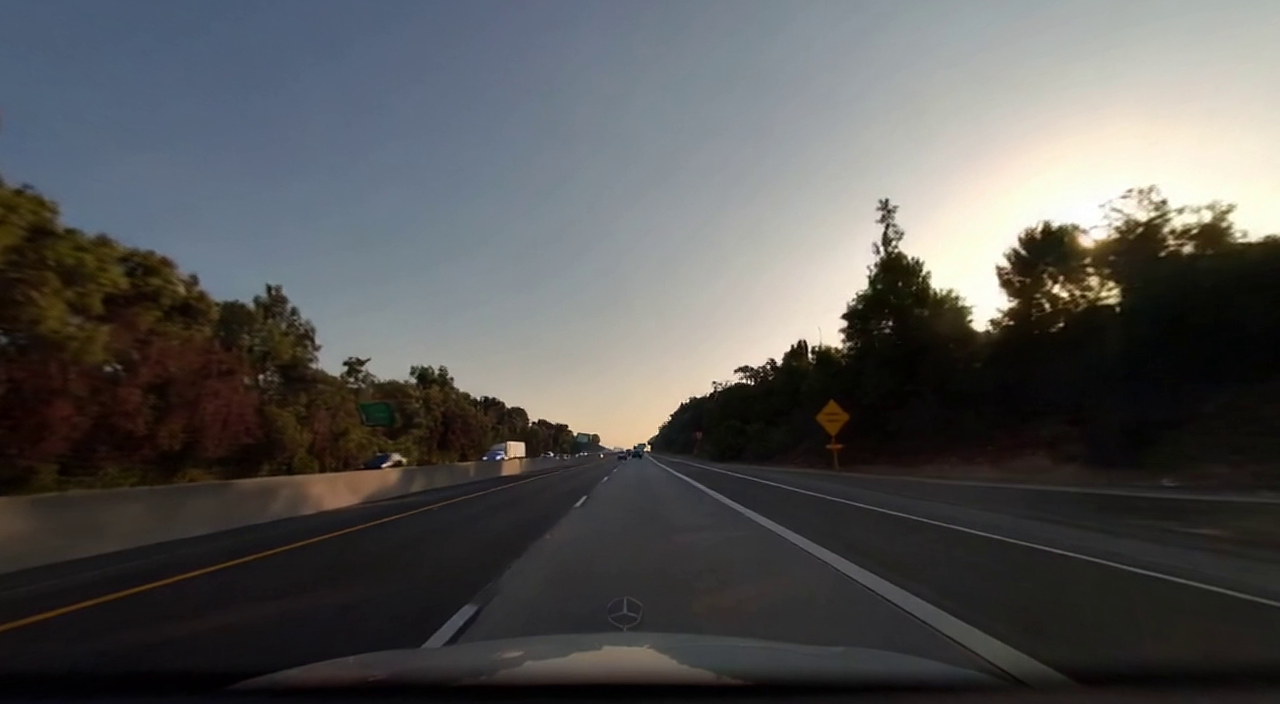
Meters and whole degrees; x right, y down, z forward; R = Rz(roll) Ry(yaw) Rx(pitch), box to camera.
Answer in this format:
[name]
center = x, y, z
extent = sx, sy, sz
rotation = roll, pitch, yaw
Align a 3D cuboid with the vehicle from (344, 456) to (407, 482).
[vehicle]
center = -16.514, 7.321, 39.720
extent = 1.976, 1.499, 4.566
rotation = 0, -9, 0
